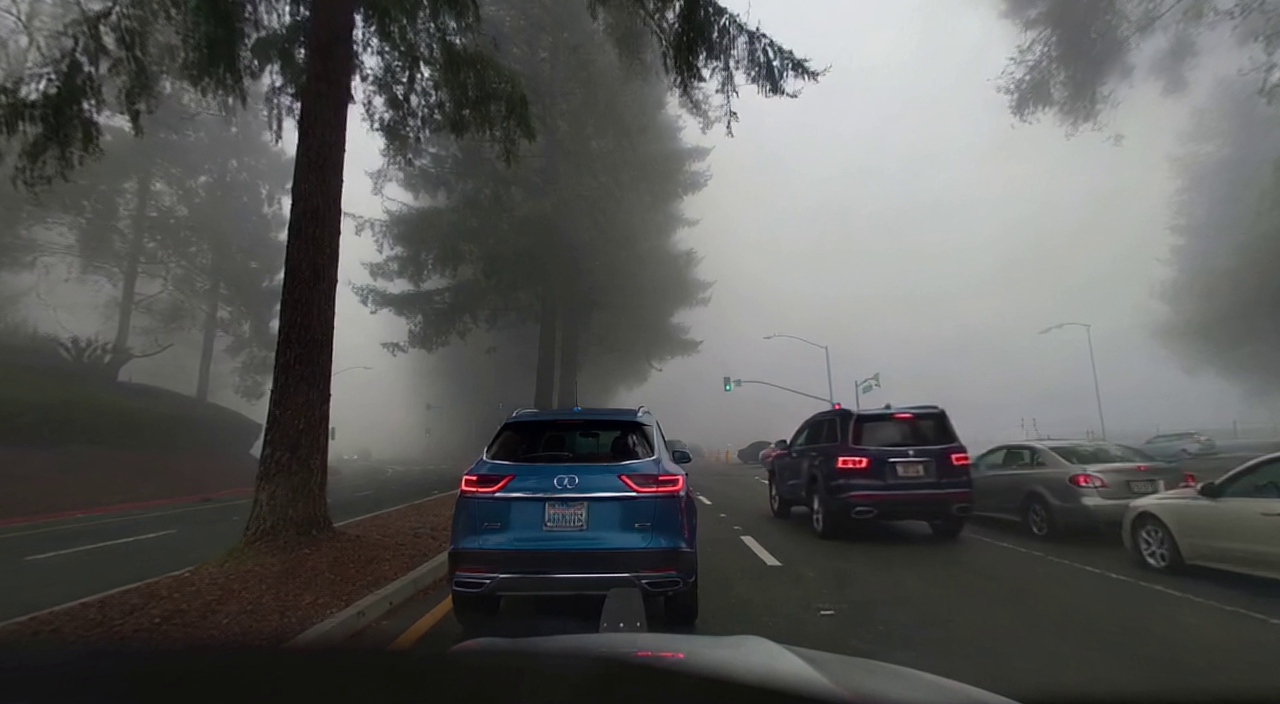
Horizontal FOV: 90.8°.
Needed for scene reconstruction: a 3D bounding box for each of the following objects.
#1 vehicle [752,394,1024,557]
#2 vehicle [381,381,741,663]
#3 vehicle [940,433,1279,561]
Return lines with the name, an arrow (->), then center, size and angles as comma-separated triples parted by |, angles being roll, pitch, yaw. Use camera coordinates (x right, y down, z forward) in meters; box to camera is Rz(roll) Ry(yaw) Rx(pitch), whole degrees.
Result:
vehicle -> 3.374, 1.822, 9.979 | 2.200, 1.909, 4.853 | 0, -9, -1
vehicle -> -0.428, 1.352, 6.074 | 2.201, 1.709, 4.271 | 0, -9, 2
vehicle -> 6.615, 2.005, 9.566 | 1.894, 1.445, 4.565 | 0, -9, 0
